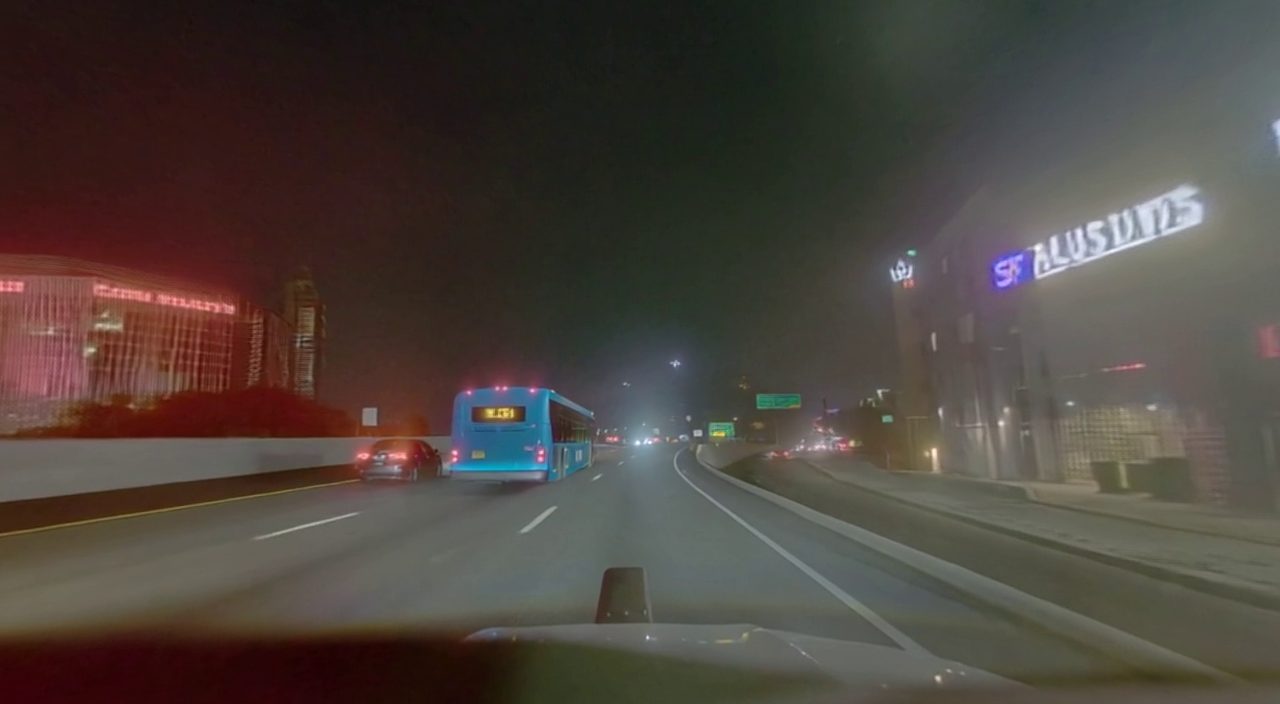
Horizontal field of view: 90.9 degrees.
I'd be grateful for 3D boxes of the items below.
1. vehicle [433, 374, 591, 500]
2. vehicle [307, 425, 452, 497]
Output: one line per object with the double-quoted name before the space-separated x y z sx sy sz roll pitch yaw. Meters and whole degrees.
"vehicle" -3.339 2.646 19.125 2.888 2.944 8.373 0 -9 1
"vehicle" -6.902 2.950 17.342 1.993 1.690 4.450 -1 -9 1
